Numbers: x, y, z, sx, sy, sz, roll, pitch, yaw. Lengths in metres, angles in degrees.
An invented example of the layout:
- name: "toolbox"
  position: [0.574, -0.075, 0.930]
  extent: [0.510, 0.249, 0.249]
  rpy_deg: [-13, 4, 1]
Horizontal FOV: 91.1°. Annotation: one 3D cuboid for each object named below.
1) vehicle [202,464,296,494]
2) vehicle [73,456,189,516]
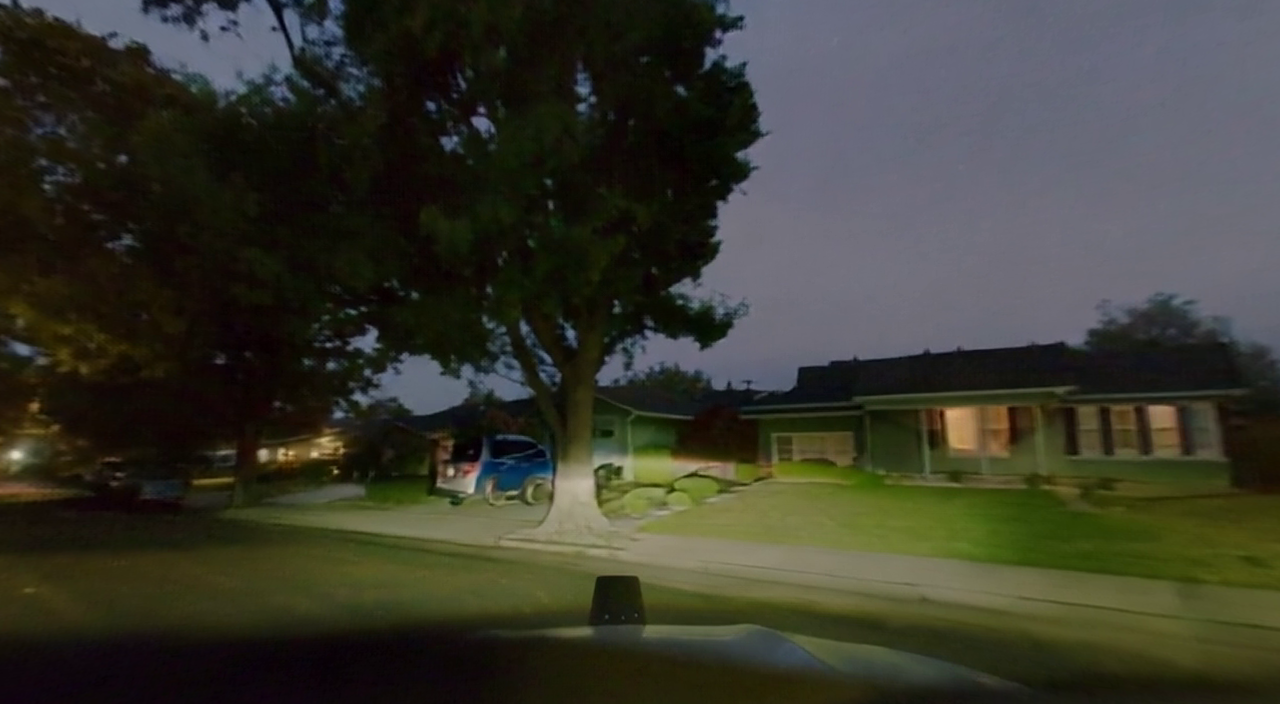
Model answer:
- name: "vehicle"
  position: [-22.554, 7.287, 36.282]
  extent: [4.457, 1.510, 1.762]
  rpy_deg: [6, -10, -34]
- name: "vehicle"
  position: [-17.751, 4.556, 21.827]
  extent: [4.591, 1.760, 2.163]
  rpy_deg: [-7, -11, 40]
